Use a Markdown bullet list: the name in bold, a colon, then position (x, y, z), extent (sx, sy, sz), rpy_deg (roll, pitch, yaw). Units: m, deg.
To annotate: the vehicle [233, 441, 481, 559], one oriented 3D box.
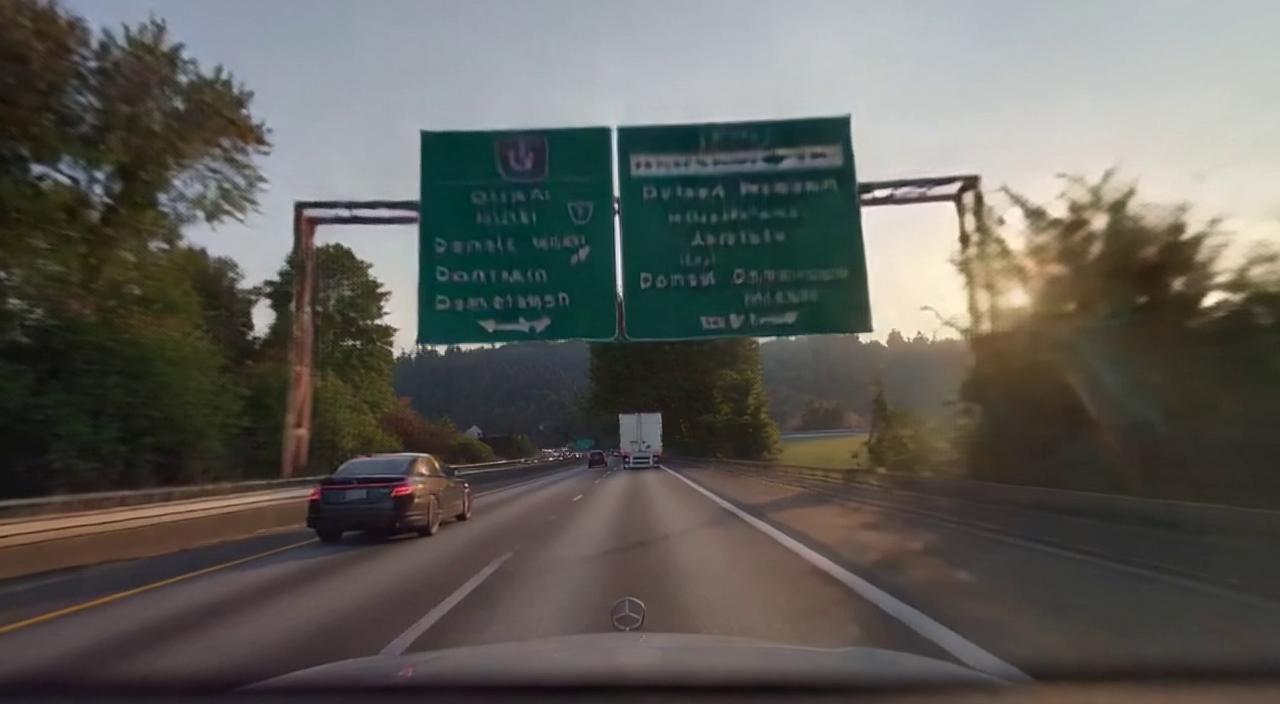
- **vehicle**: position (-4.089, 2.194, 10.069), extent (1.968, 1.460, 4.227), rpy_deg (0, -9, 0)
